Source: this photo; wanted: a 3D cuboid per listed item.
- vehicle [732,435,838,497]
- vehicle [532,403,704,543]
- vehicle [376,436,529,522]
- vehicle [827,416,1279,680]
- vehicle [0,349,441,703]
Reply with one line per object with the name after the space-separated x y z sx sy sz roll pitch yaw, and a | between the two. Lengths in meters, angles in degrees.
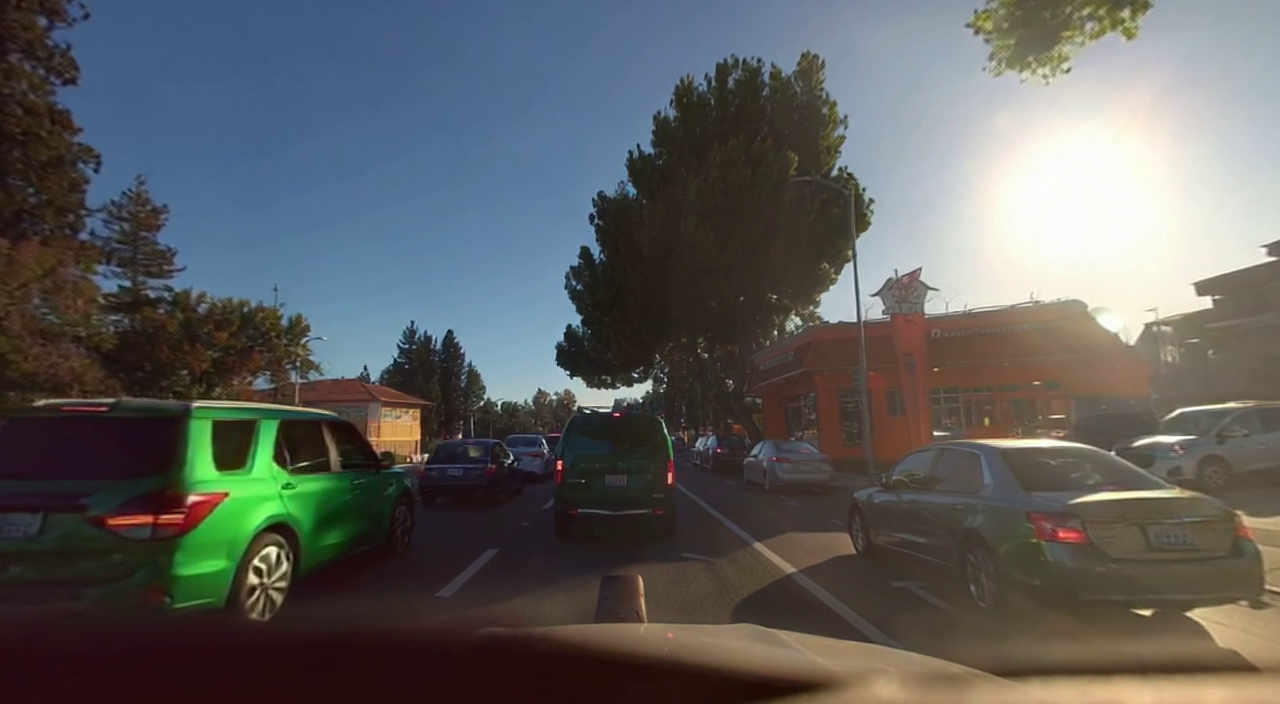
3.896 3.135 17.762 1.875 1.521 4.192 0 -9 -1 | vehicle
-0.326 1.899 10.441 2.238 1.825 4.190 0 -9 -1 | vehicle
-3.567 2.480 12.909 1.849 1.451 4.218 0 -9 -1 | vehicle
3.378 1.440 5.826 1.900 1.477 4.352 0 -9 -1 | vehicle
-3.628 1.229 5.567 2.231 1.853 4.461 0 -9 0 | vehicle
